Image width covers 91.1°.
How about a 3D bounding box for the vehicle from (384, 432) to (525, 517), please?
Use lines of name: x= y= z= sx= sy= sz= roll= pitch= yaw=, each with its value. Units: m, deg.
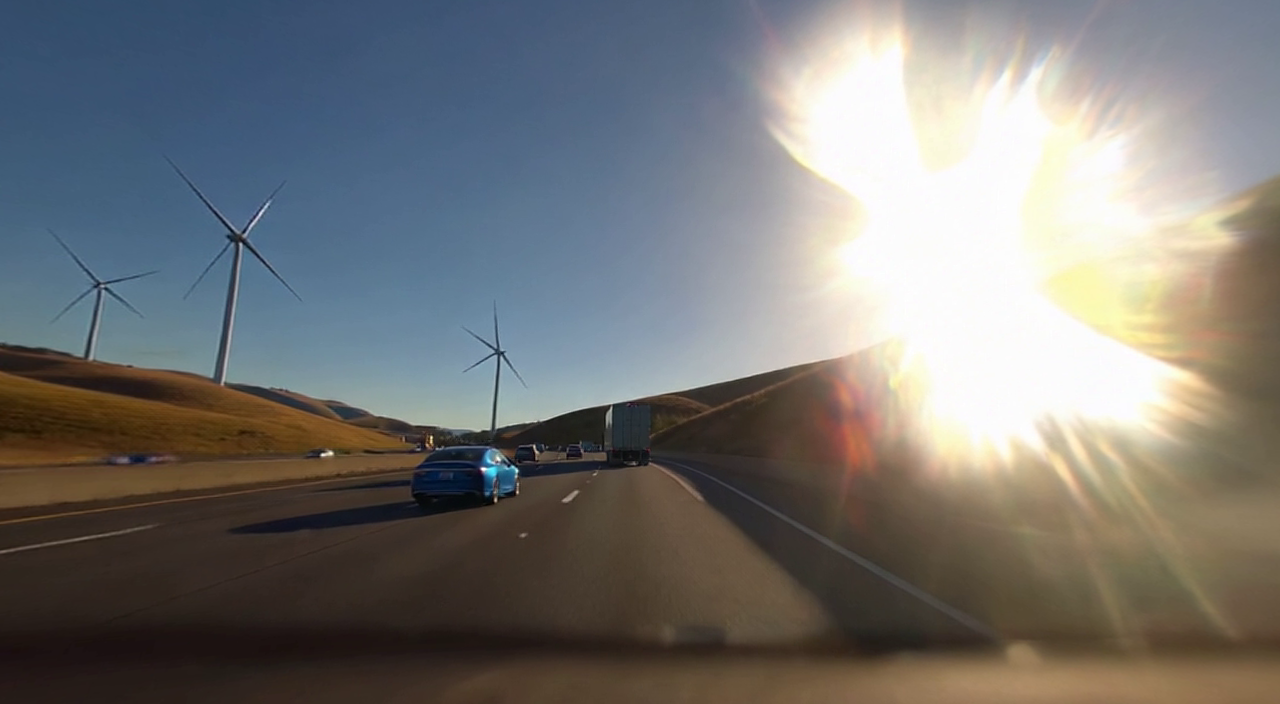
vehicle: x=-4.054 y=2.719 z=14.487 sx=2.109 sy=1.684 sz=3.783 roll=0 pitch=-8 yaw=-1
